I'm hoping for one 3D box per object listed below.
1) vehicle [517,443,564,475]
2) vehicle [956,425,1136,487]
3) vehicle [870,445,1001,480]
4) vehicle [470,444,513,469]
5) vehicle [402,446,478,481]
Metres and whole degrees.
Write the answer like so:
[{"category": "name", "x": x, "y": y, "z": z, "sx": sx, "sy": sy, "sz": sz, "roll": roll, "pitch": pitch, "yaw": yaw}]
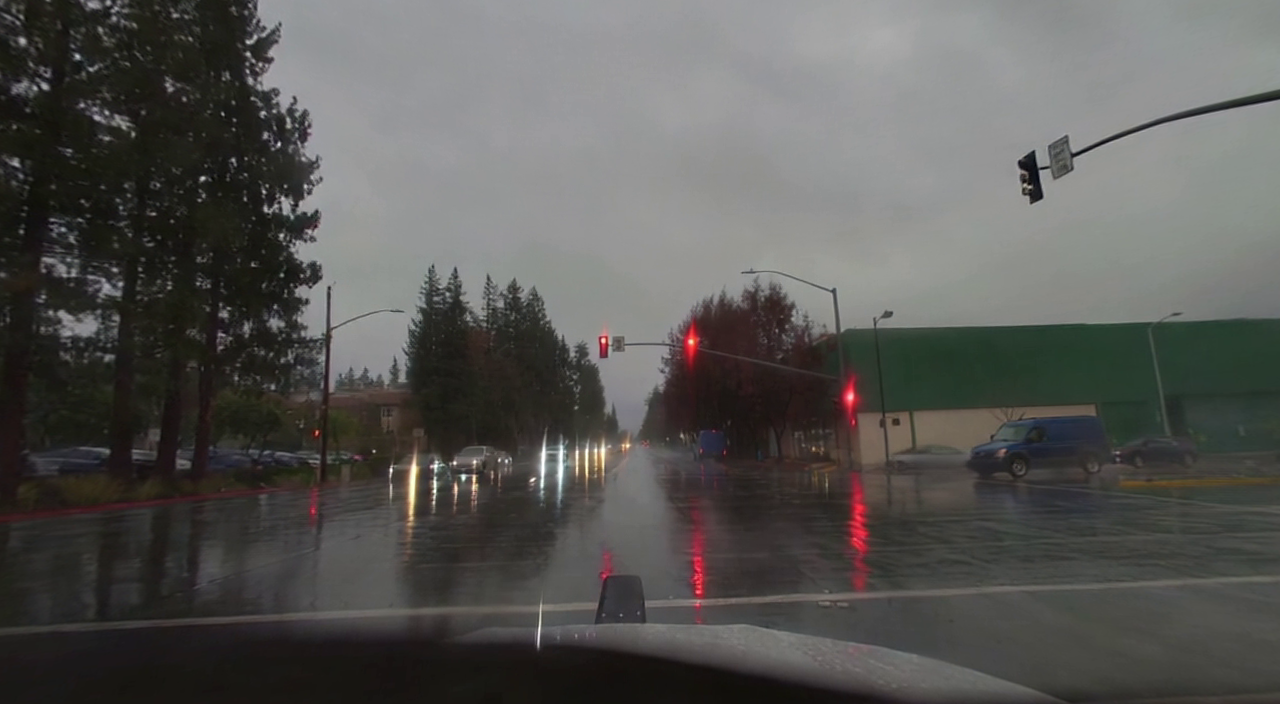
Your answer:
[{"category": "vehicle", "x": -4.769, "y": 5.166, "z": 30.770, "sx": 1.846, "sy": 1.416, "sz": 4.228, "roll": 0, "pitch": -9, "yaw": -4}, {"category": "vehicle", "x": 14.835, "y": 3.762, "z": 23.121, "sx": 5.910, "sy": 2.046, "sz": 2.228, "roll": 3, "pitch": -9, "yaw": -19}, {"category": "vehicle", "x": 13.033, "y": 4.880, "z": 28.037, "sx": 4.828, "sy": 1.453, "sz": 1.919, "roll": 0, "pitch": -9, "yaw": -3}, {"category": "vehicle", "x": -9.020, "y": 6.376, "z": 38.756, "sx": 1.779, "sy": 1.460, "sz": 4.463, "roll": 0, "pitch": -9, "yaw": -3}, {"category": "vehicle", "x": -9.010, "y": 5.032, "z": 28.851, "sx": 2.024, "sy": 1.460, "sz": 4.381, "roll": 0, "pitch": -9, "yaw": 0}]
